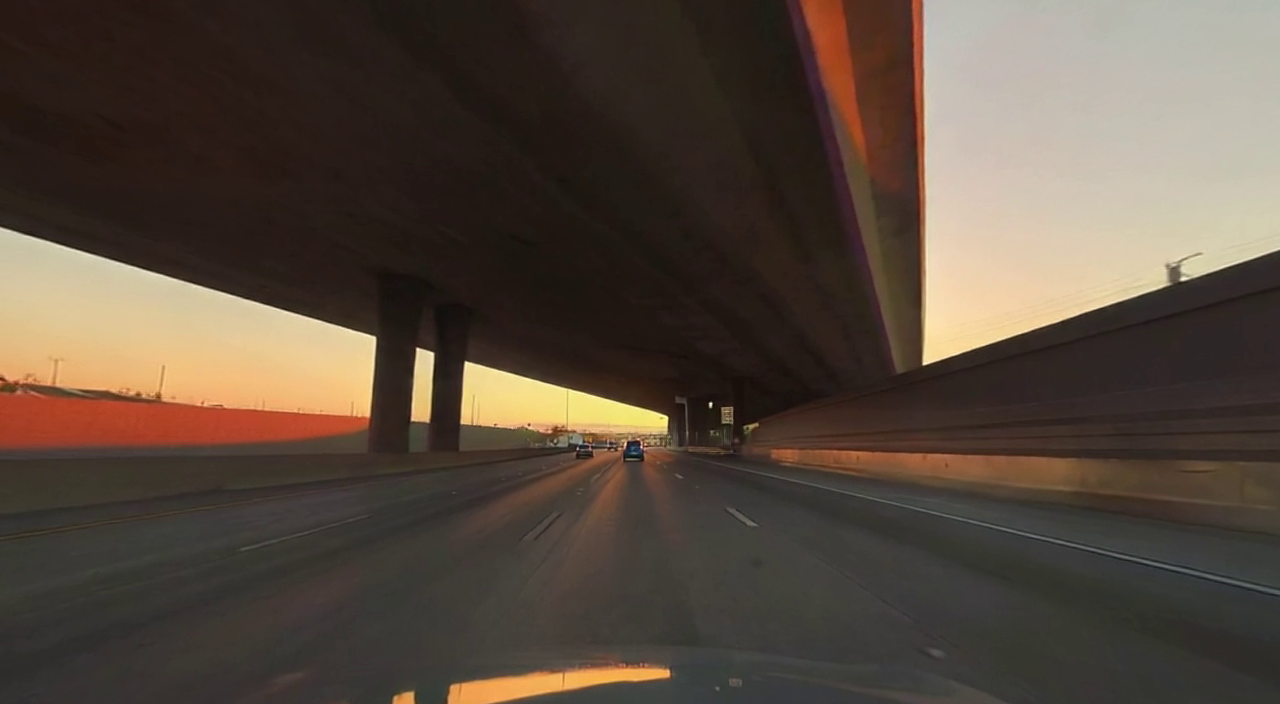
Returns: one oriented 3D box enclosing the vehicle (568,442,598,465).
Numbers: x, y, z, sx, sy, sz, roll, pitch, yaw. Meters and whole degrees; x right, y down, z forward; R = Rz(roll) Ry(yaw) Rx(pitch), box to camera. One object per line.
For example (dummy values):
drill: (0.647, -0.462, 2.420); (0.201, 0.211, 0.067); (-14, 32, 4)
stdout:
vehicle: (-4.327, 7.753, 48.486); (2.000, 1.646, 4.201); (0, -8, 0)

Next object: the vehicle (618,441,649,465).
vehicle: (-0.500, 7.264, 45.689); (2.132, 1.657, 3.967); (0, -8, -1)
